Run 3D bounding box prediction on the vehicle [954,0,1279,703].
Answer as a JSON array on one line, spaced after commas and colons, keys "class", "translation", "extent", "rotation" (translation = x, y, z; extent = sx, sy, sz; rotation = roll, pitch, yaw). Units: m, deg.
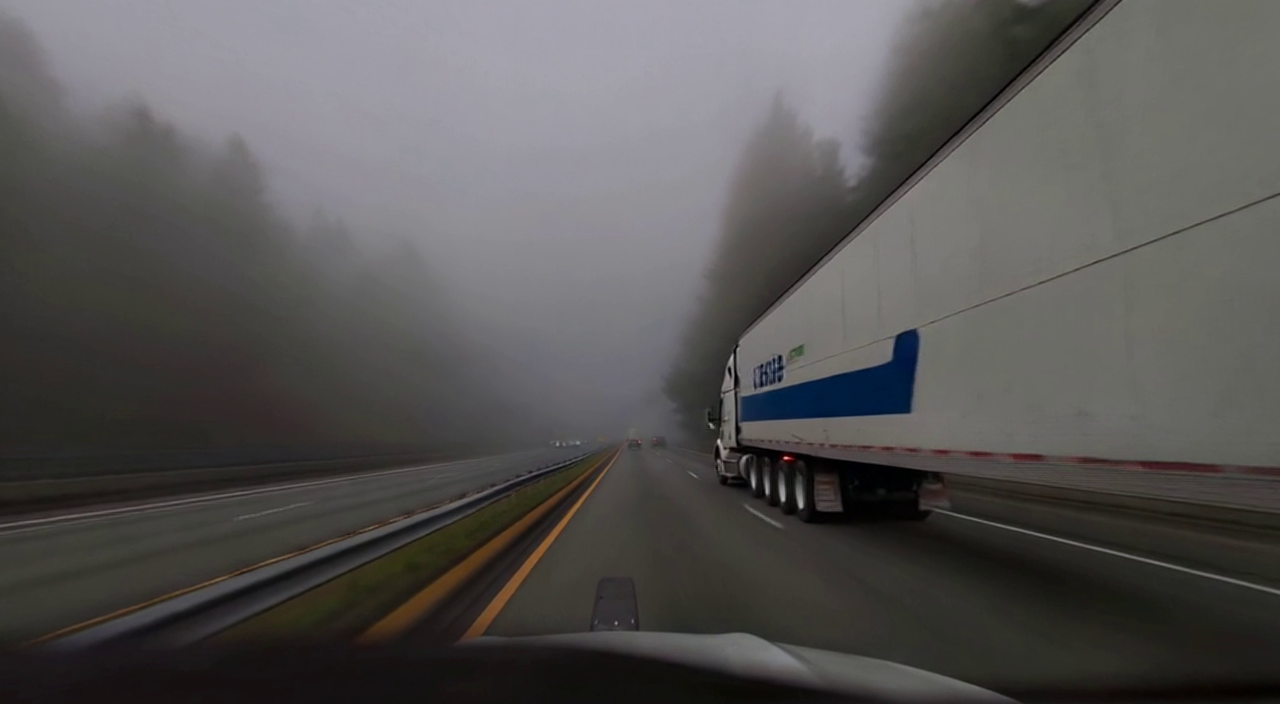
[{"class": "vehicle", "translation": [4.018, -0.587, 0.477], "extent": [3.006, 3.850, 8.310], "rotation": [0, -8, -1]}]
